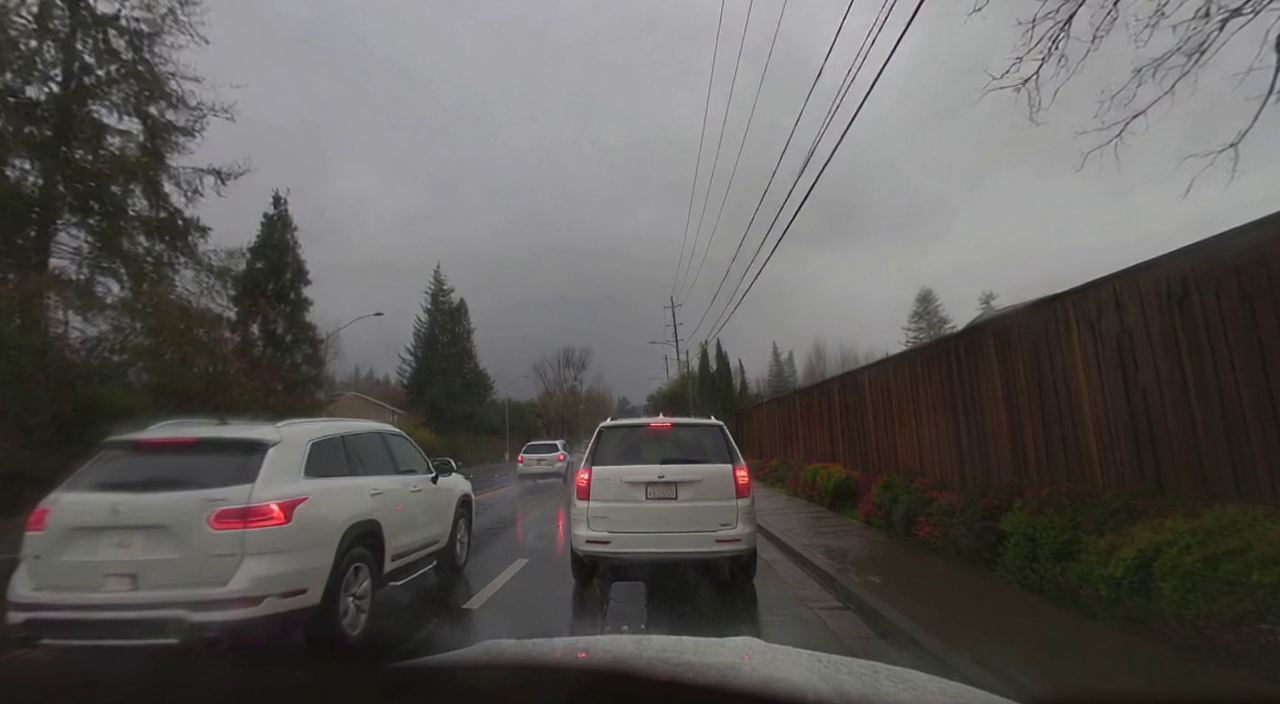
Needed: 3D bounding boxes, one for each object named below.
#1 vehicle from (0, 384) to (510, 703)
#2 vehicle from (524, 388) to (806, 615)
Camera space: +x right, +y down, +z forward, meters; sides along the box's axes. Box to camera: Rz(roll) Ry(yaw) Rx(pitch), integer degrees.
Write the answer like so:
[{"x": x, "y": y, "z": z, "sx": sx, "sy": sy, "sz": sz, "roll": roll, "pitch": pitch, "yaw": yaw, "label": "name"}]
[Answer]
[{"x": -2.779, "y": 1.334, "z": 5.485, "sx": 2.176, "sy": 1.653, "sz": 4.666, "roll": 0, "pitch": -9, "yaw": 2, "label": "vehicle"}, {"x": 0.181, "y": 1.467, "z": 7.028, "sx": 2.174, "sy": 1.749, "sz": 4.113, "roll": 0, "pitch": -9, "yaw": 0, "label": "vehicle"}]
